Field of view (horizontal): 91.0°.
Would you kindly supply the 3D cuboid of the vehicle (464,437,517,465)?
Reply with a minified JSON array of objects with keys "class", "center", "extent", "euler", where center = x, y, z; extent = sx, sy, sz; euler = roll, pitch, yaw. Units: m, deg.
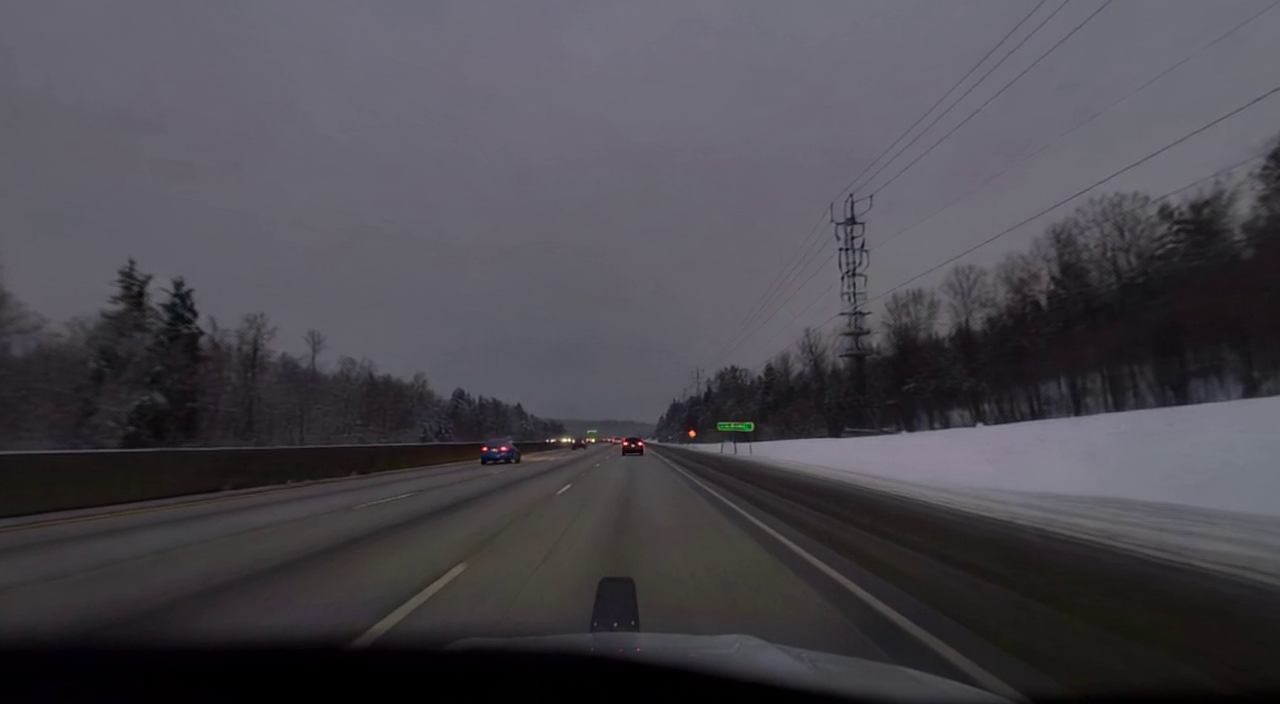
[{"class":"vehicle","center":[-8.618,5.732,36.651],"extent":[2.047,1.486,4.306],"euler":[0,-8,-1]}]

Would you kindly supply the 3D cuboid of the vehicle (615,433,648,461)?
[{"class":"vehicle","center":[-0.576,6.223,41.192],"extent":[2.040,1.715,3.906],"euler":[0,-8,-1]}]
